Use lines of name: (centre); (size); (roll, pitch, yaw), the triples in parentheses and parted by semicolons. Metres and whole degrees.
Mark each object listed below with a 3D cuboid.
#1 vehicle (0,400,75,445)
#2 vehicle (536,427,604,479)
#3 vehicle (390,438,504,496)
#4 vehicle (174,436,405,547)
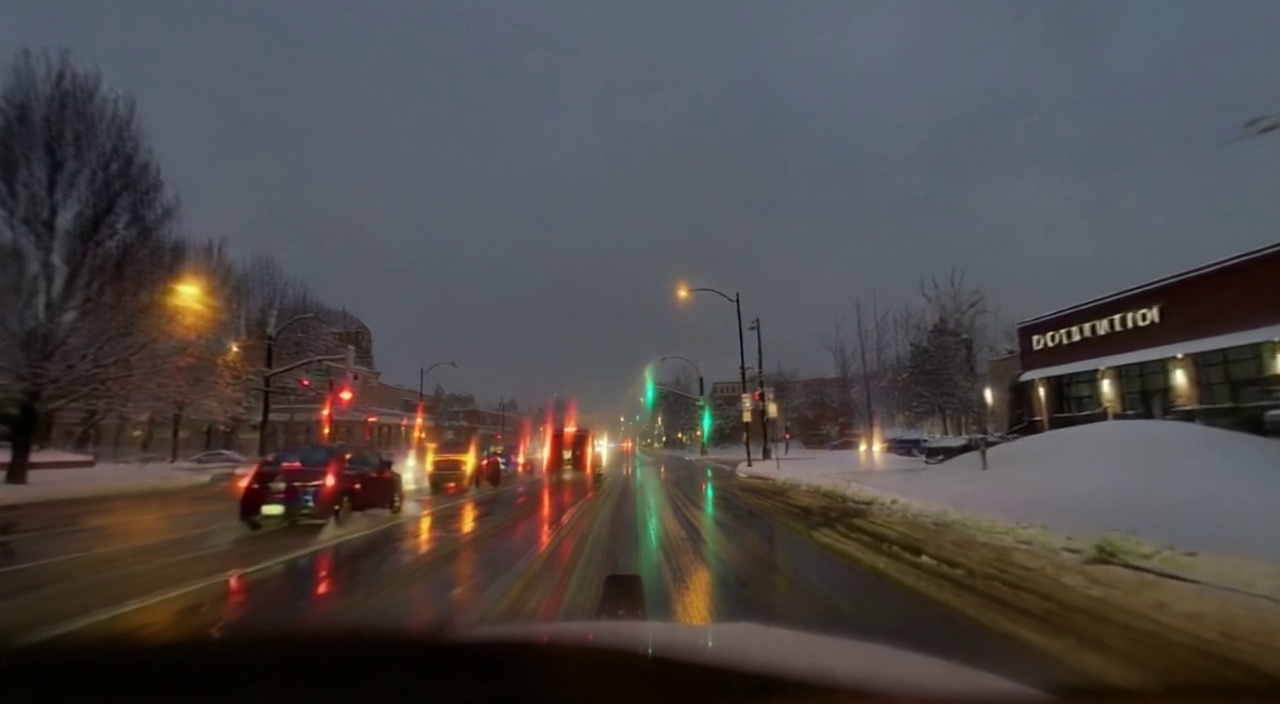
vehicle: (-25.566, 2.883, 25.488); (3.618, 1.730, 1.821); (0, -8, -2)
vehicle: (-3.044, 4.568, 28.823); (2.496, 2.155, 5.468); (0, -8, 0)
vehicle: (-6.016, 3.630, 20.372); (2.228, 1.652, 4.593); (0, -8, 0)
vehicle: (-5.705, 2.265, 10.906); (1.889, 1.572, 3.599); (0, -8, 0)
